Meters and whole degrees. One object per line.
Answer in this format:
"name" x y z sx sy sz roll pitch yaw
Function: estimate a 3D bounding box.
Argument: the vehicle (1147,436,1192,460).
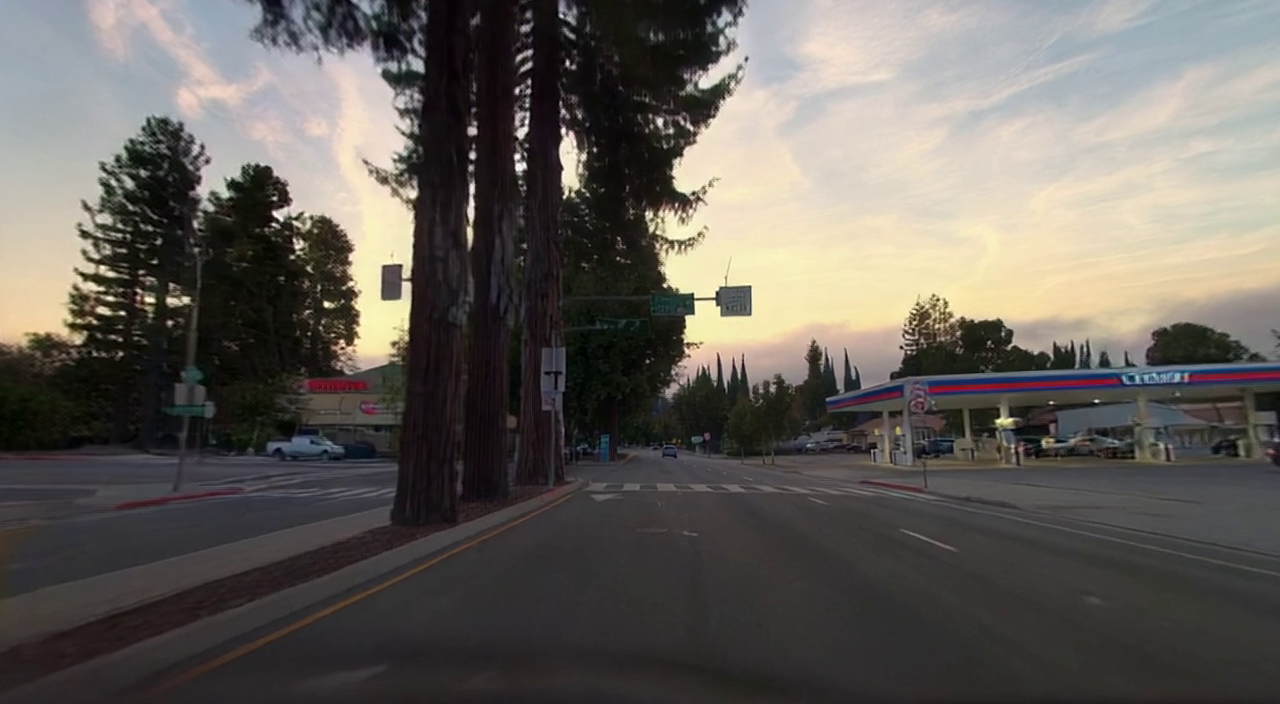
"vehicle" 34.050 6.172 40.572 1.771 1.422 3.931 -9 -12 44

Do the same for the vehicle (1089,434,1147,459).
"vehicle" 32.237 6.380 42.564 4.355 1.561 2.103 7 -11 -40

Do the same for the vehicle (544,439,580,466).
"vehicle" -5.404 7.048 44.363 1.987 1.747 4.545 0 -9 0

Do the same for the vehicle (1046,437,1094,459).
"vehicle" 30.427 6.796 44.663 4.406 1.480 1.815 8 -12 -44

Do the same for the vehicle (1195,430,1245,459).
"vehicle" 36.161 5.787 39.346 3.928 1.684 1.912 8 -12 -44

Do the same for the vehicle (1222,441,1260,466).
"vehicle" 45.950 7.744 48.363 1.794 1.560 4.452 -3 -6 40
